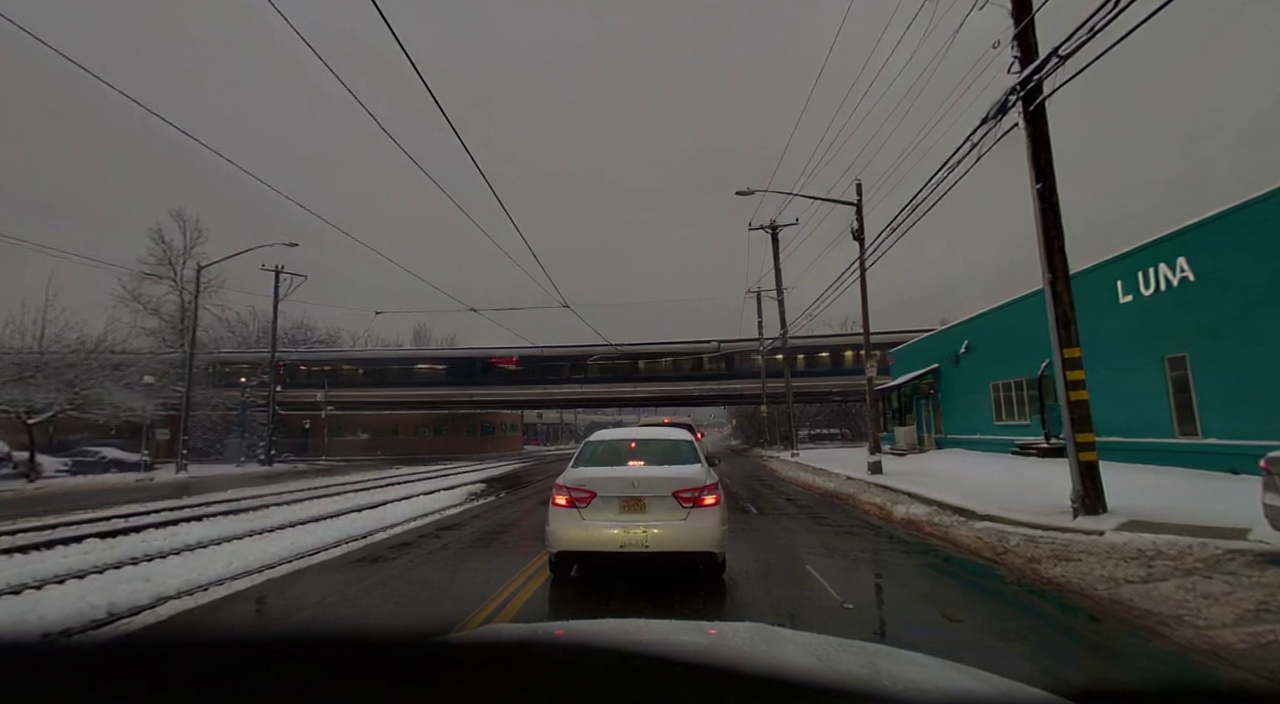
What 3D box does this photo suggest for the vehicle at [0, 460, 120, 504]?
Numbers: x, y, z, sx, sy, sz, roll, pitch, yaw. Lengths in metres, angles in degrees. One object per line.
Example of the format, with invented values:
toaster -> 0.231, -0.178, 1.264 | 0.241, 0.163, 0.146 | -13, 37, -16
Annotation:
vehicle -> -21.934, 4.674, 22.841 | 4.566, 1.453, 1.935 | -1, -9, 5

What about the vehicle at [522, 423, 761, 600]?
vehicle -> 0.100, 1.706, 7.610 | 2.090, 1.518, 4.033 | -1, -9, 3
